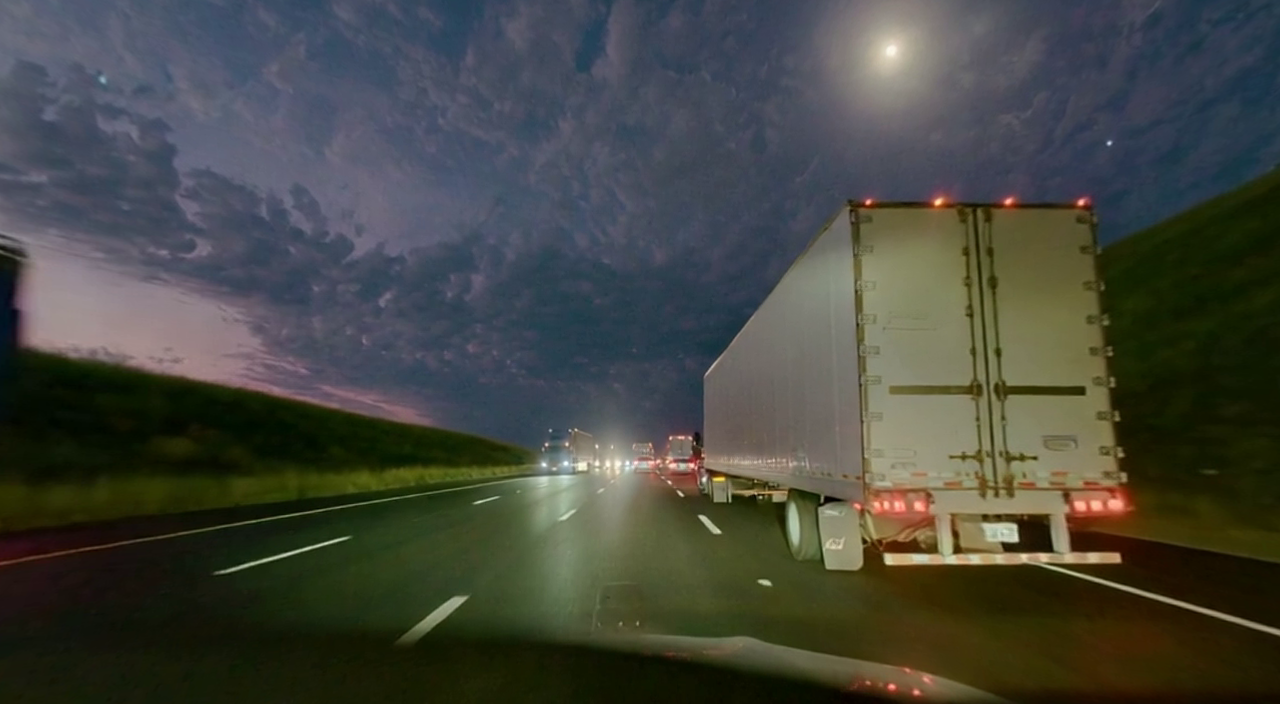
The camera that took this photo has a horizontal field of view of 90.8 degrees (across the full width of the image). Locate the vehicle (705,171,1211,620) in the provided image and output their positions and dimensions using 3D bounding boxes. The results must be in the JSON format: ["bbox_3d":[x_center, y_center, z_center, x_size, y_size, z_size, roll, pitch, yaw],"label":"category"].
[{"bbox_3d":[3.474,1.362,12.644,2.845,4.071,14.008,0,-9,0],"label":"vehicle"}]

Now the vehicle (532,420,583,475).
[{"bbox_3d":[-6.226,7.338,48.525,3.004,3.974,5.891,0,-9,1],"label":"vehicle"}]
